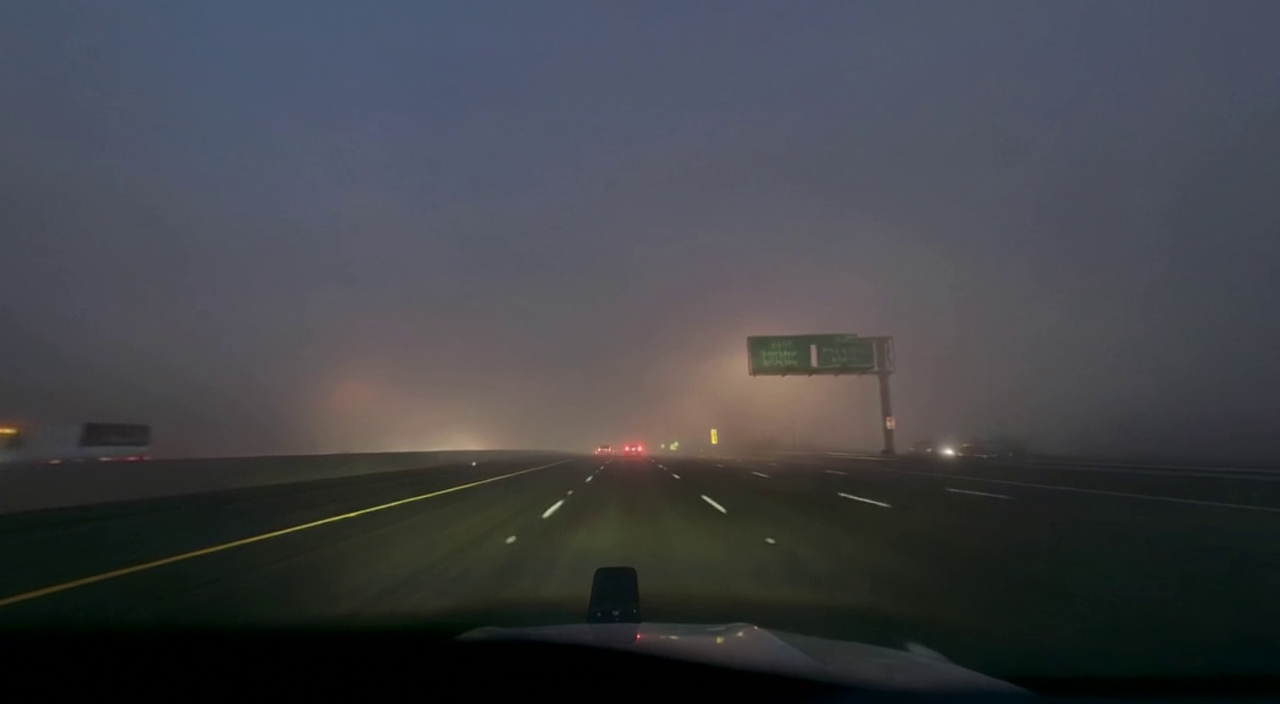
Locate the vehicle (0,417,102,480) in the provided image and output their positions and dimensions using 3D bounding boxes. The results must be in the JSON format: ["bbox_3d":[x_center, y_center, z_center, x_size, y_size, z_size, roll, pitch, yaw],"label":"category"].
[{"bbox_3d":[-43.279,6.783,44.382,3.043,4.064,8.784,0,-8,-1],"label":"vehicle"}]
